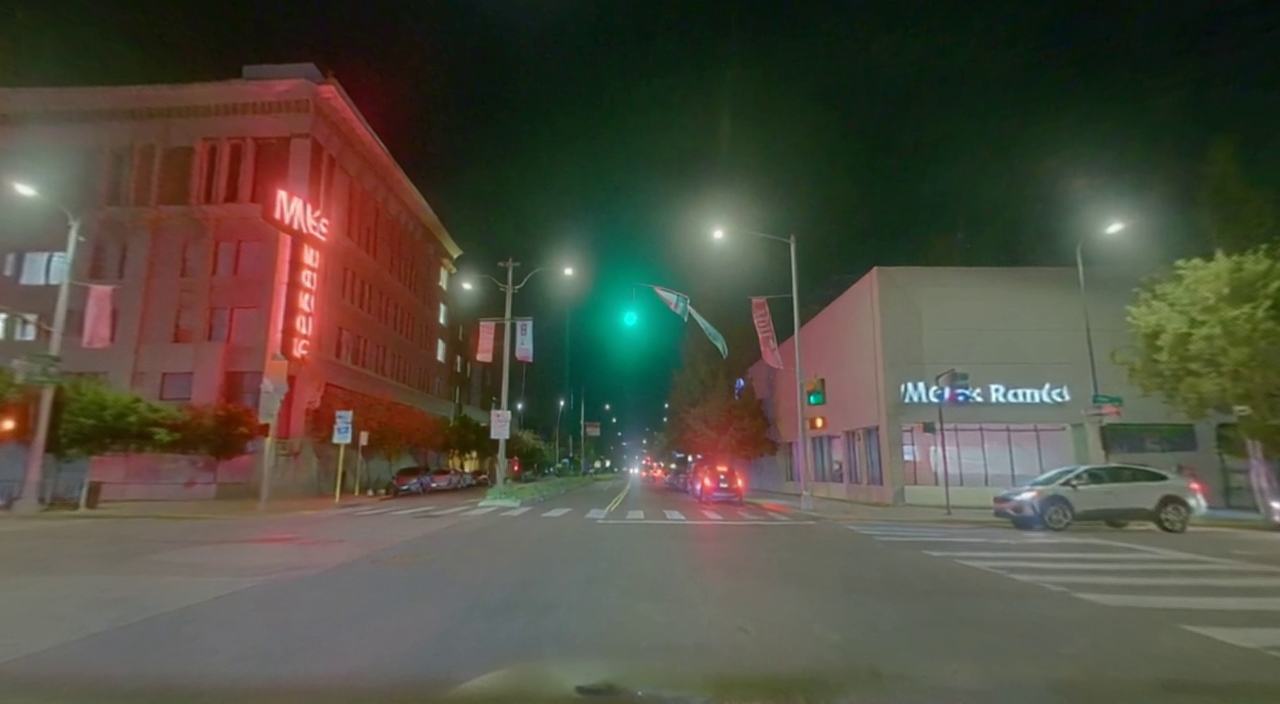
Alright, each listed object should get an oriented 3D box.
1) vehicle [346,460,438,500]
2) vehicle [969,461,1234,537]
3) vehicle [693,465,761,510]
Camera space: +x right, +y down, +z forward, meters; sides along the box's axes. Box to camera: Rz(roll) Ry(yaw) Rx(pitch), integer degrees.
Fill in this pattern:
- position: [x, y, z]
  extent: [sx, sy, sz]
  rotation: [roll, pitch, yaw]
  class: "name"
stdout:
- position: [-12.422, 6.325, 31.483]
  extent: [4.447, 1.790, 2.206]
  rotation: [-7, -11, 38]
  class: "vehicle"
- position: [10.208, 3.257, 14.258]
  extent: [4.330, 1.517, 2.045]
  rotation: [0, -9, 0]
  class: "vehicle"
- position: [3.429, 5.428, 25.629]
  extent: [2.120, 1.560, 4.402]
  rotation: [0, -9, 0]
  class: "vehicle"
